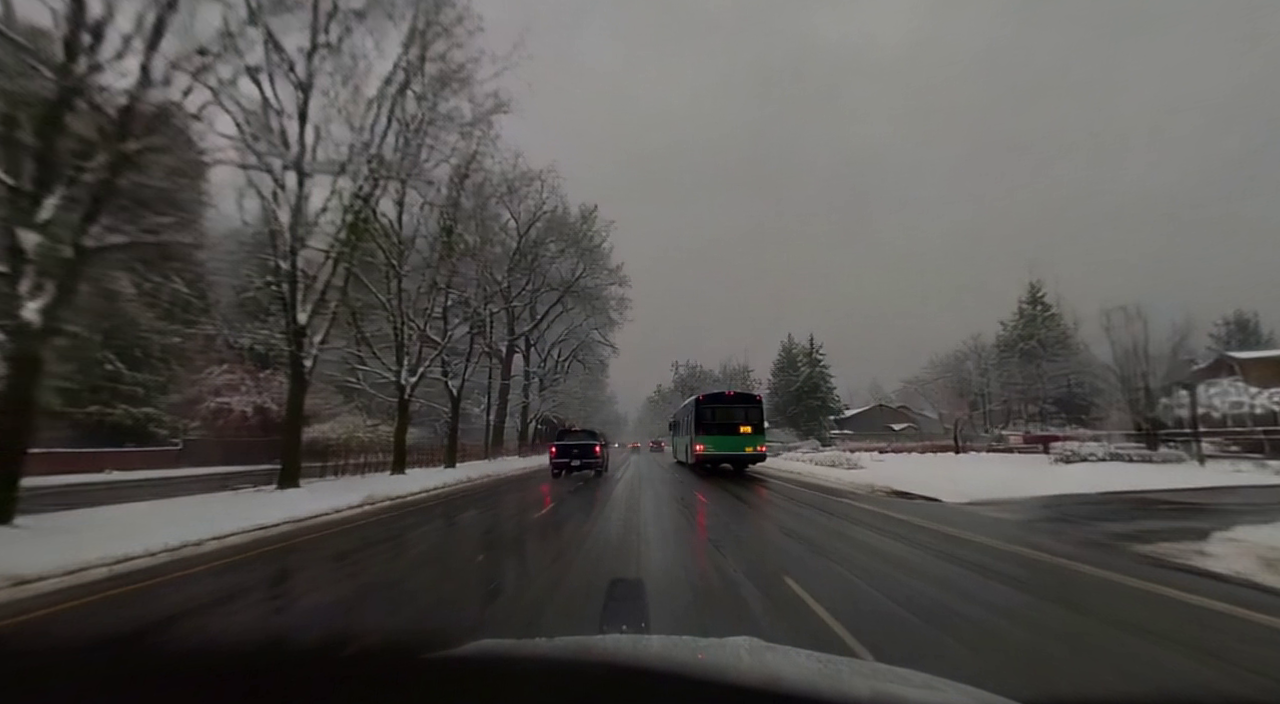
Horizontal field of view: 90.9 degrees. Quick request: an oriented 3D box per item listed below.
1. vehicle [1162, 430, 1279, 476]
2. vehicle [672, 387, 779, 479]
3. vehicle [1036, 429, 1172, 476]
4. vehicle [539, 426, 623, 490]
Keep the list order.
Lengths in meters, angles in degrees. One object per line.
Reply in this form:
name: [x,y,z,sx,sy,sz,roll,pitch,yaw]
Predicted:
vehicle: [21.925,3.644,22.970,1.905,1.481,4.731,-1,-9,4]
vehicle: [3.359,3.821,28.819,3.059,3.264,12.623,0,-8,0]
vehicle: [16.609,3.660,22.885,1.797,1.455,4.342,-2,-9,3]
vehicle: [-1.802,3.491,21.095,2.074,1.849,5.137,0,-8,3]
